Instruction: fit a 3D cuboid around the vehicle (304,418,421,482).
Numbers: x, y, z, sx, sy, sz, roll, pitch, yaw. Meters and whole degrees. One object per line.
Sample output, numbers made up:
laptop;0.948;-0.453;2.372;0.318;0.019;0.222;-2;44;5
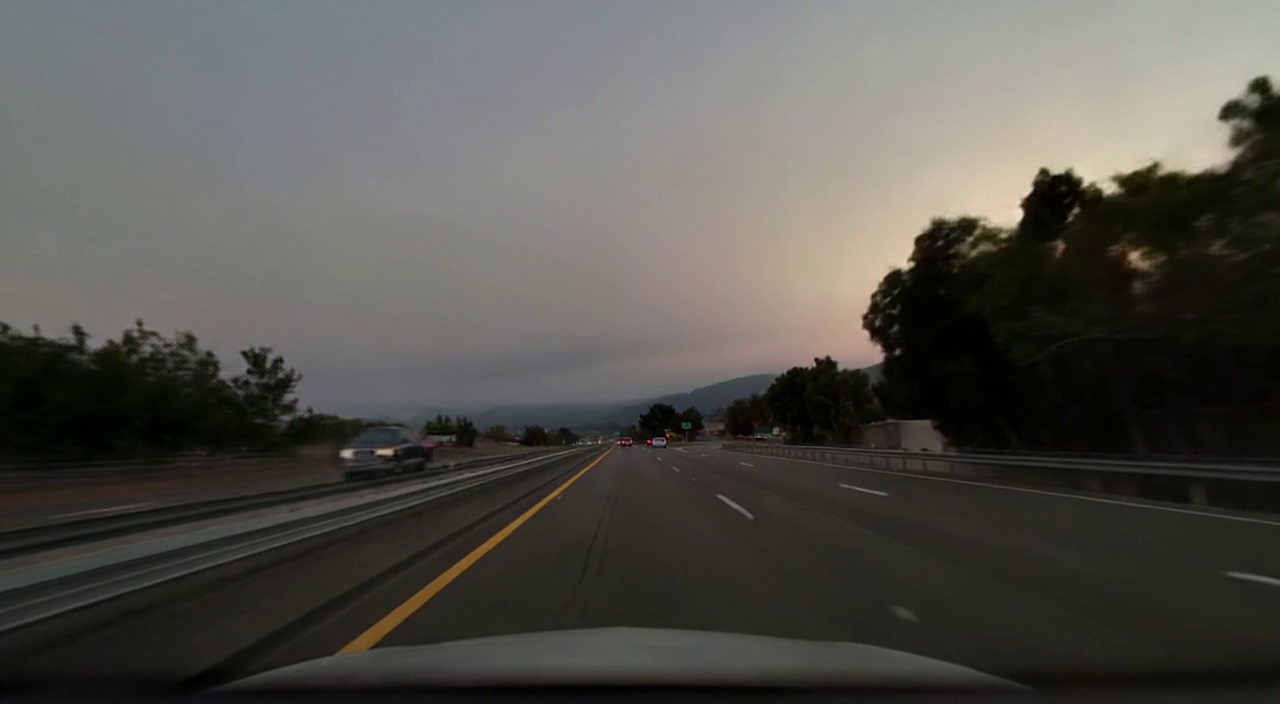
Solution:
vehicle;-12.091;4.300;28.065;2.380;2.522;6.211;0;-8;0
